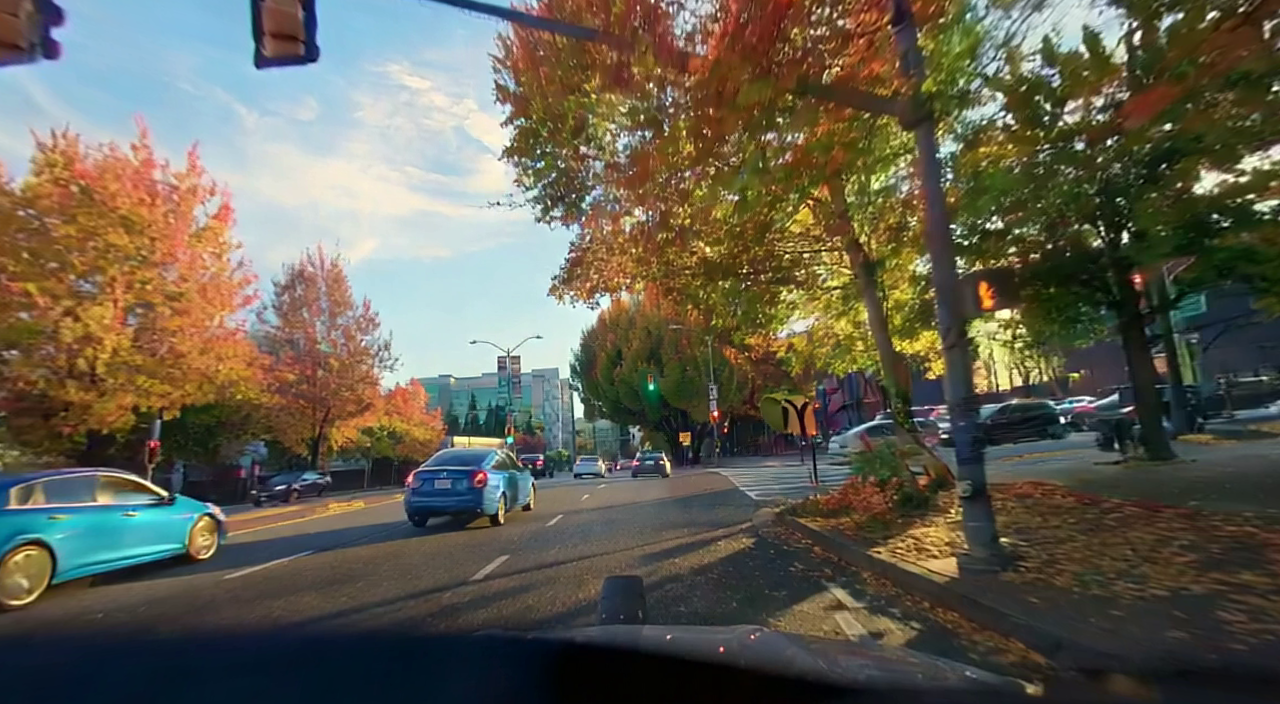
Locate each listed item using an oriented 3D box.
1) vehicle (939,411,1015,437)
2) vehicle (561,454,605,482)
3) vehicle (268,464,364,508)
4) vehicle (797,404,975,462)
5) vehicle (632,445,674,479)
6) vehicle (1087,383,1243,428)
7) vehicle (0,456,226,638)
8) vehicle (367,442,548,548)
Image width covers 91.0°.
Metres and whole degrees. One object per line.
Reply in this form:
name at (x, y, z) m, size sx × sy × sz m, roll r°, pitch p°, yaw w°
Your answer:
vehicle at (23.291, 5.062, 43.746) m, size 1.906 × 1.621 × 4.563 m, roll 3°, pitch -9°, yaw -16°
vehicle at (-3.376, 6.932, 37.919) m, size 2.068 × 1.482 × 4.490 m, roll 0°, pitch -9°, yaw 2°
vehicle at (-15.353, 6.335, 30.169) m, size 2.012 × 1.787 × 4.557 m, roll 0°, pitch -9°, yaw 2°
vehicle at (10.227, 3.462, 26.623) m, size 6.464 × 2.280 × 2.483 m, roll 1°, pitch -9°, yaw -4°
vehicle at (0.656, 5.871, 33.864) m, size 2.144 × 1.704 × 4.028 m, roll 0°, pitch -9°, yaw 0°
vehicle at (22.158, 2.291, 26.735) m, size 4.625 × 1.760 × 2.065 m, roll 0°, pitch -9°, yaw 3°
vehicle at (-6.764, 1.917, 6.542) m, size 1.932 × 1.596 × 4.247 m, roll 0°, pitch -9°, yaw 1°
vehicle at (-3.279, 2.648, 12.448) m, size 2.085 × 1.663 × 4.513 m, roll 0°, pitch -9°, yaw 2°
